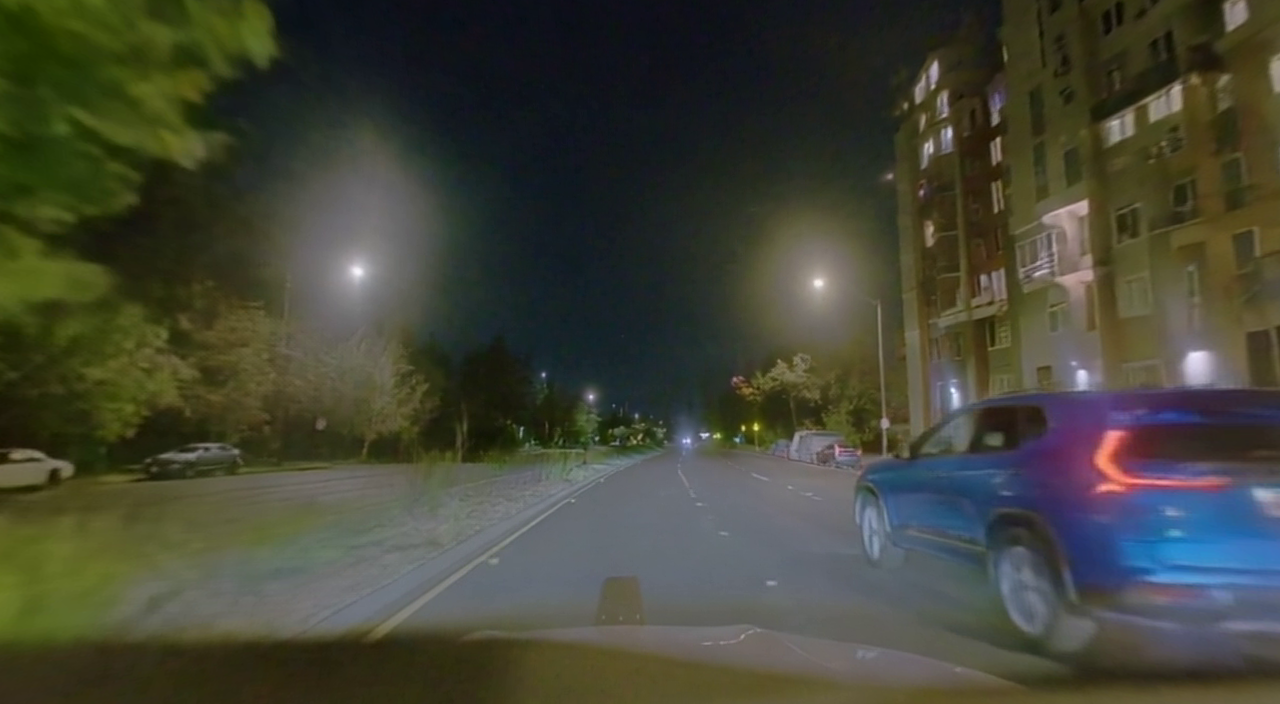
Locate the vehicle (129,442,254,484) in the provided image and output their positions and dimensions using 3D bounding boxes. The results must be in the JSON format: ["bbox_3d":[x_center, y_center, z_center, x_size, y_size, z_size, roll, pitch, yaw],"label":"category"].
[{"bbox_3d":[-18.684,4.671,26.636,1.908,1.500,4.470,-3,-10,2],"label":"vehicle"}]

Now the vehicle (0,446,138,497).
[{"bbox_3d":[-19.071,3.823,20.551,1.829,1.452,4.562,-2,-9,-1],"label":"vehicle"}]

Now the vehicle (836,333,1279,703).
[{"bbox_3d":[3.489,1.146,5.166,2.215,1.812,4.569,0,-8,-1],"label":"vehicle"}]
